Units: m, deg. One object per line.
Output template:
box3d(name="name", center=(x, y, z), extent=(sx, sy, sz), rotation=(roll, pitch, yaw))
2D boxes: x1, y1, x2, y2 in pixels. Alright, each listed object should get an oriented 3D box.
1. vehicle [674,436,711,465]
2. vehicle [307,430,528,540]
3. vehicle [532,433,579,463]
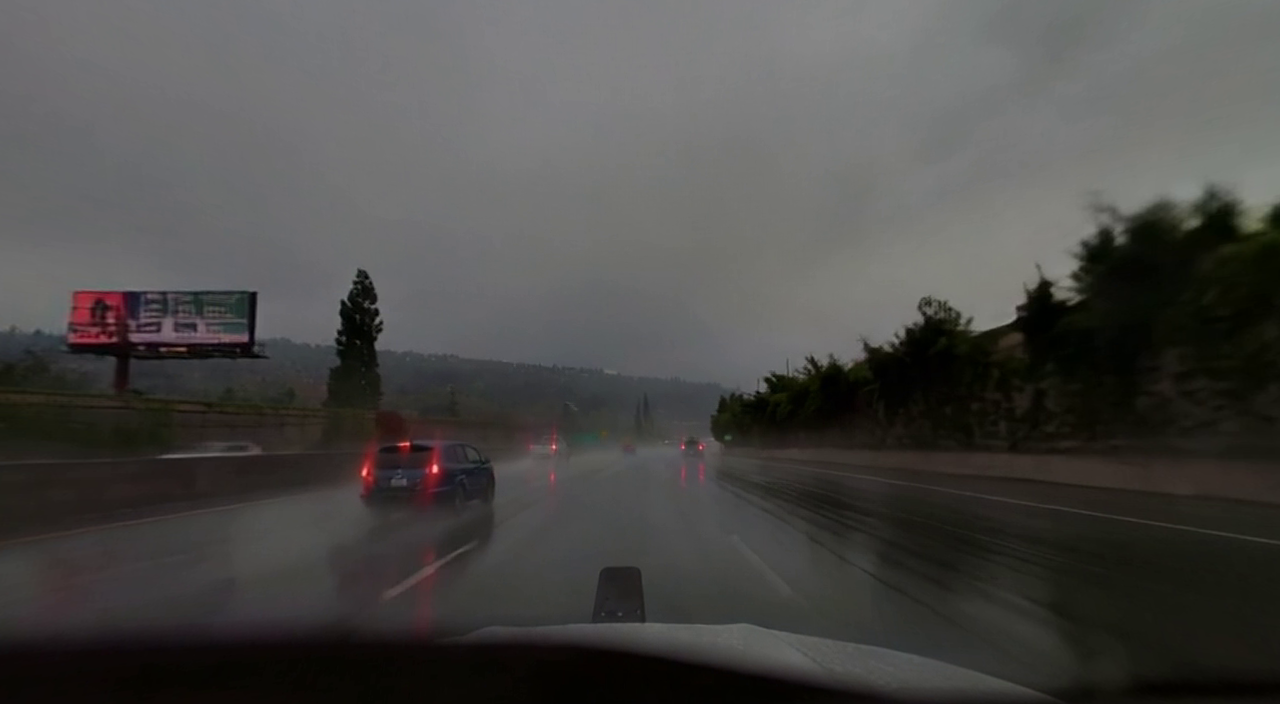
box3d(name="vehicle", center=(3.516, 6.697, 43.050), extent=(2.211, 1.814, 4.404), rotation=(0, -8, 1))
box3d(name="vehicle", center=(-3.454, 2.153, 10.964), extent=(2.192, 1.482, 4.454), rotation=(0, -8, 0))
box3d(name="vehicle", center=(-6.063, 7.018, 46.214), extent=(2.383, 2.048, 5.875), rotation=(-1, -8, 3))
